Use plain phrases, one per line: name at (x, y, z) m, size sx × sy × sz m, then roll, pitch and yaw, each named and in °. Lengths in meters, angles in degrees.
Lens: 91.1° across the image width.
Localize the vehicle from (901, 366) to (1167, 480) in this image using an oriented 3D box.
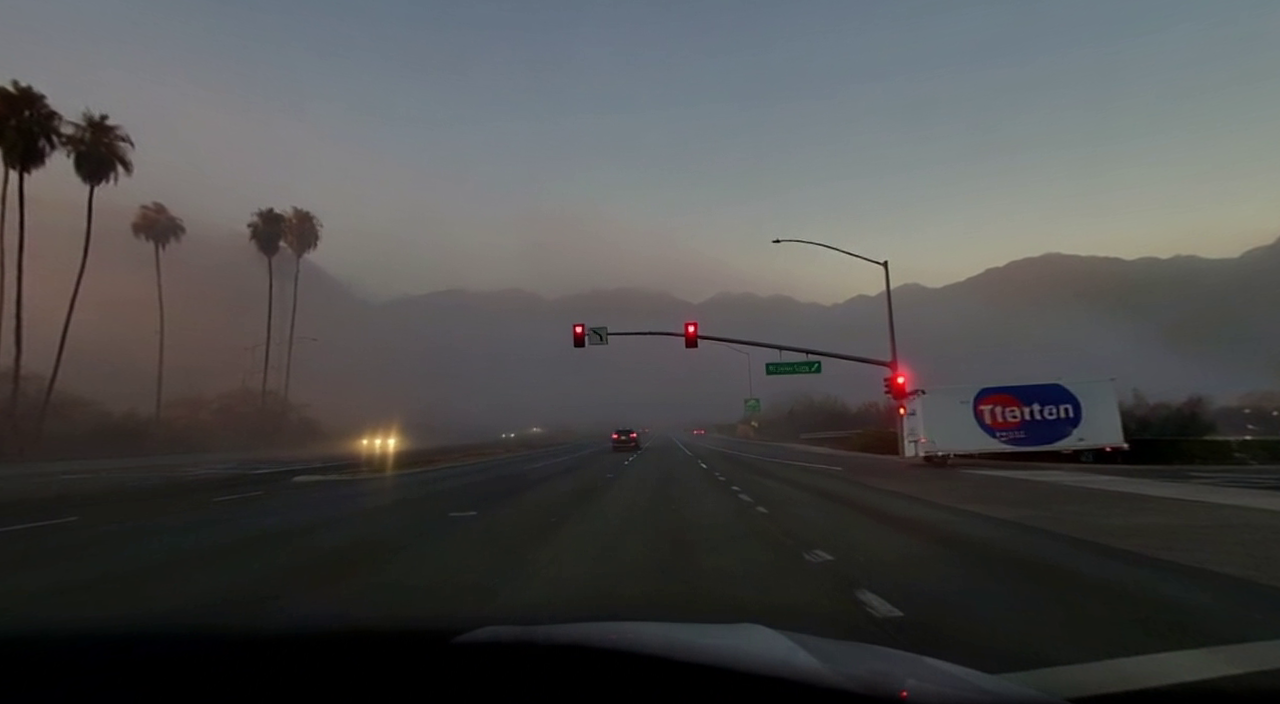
vehicle at (13.001, 2.539, 21.711) m, size 7.088 × 3.414 × 3.237 m, roll -4°, pitch -9°, yaw 23°

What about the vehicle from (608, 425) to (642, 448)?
vehicle at (-1.119, 6.731, 49.582) m, size 2.287 × 1.712 × 4.537 m, roll -1°, pitch -8°, yaw 4°
